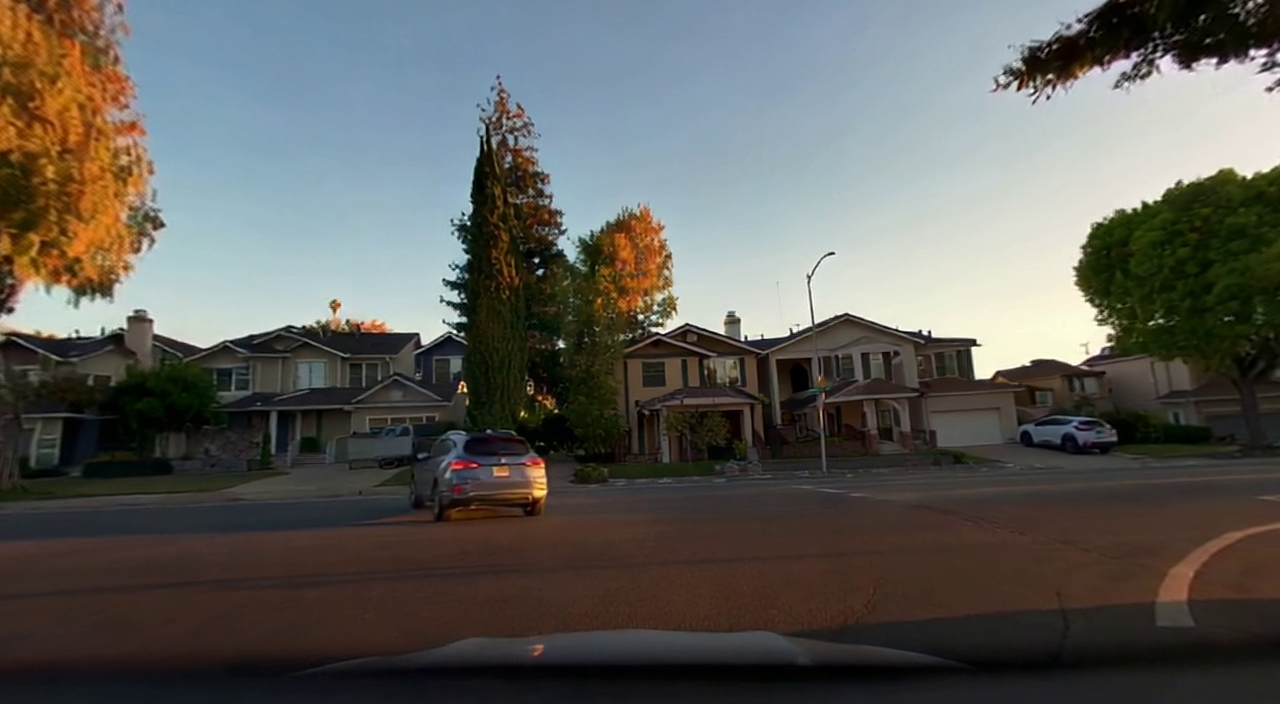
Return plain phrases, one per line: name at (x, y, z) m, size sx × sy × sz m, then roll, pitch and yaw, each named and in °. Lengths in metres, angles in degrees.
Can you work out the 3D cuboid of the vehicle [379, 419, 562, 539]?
vehicle at (-3.237, 2.170, 11.412) m, size 2.145 × 1.695 × 4.210 m, roll 5°, pitch -10°, yaw -29°
